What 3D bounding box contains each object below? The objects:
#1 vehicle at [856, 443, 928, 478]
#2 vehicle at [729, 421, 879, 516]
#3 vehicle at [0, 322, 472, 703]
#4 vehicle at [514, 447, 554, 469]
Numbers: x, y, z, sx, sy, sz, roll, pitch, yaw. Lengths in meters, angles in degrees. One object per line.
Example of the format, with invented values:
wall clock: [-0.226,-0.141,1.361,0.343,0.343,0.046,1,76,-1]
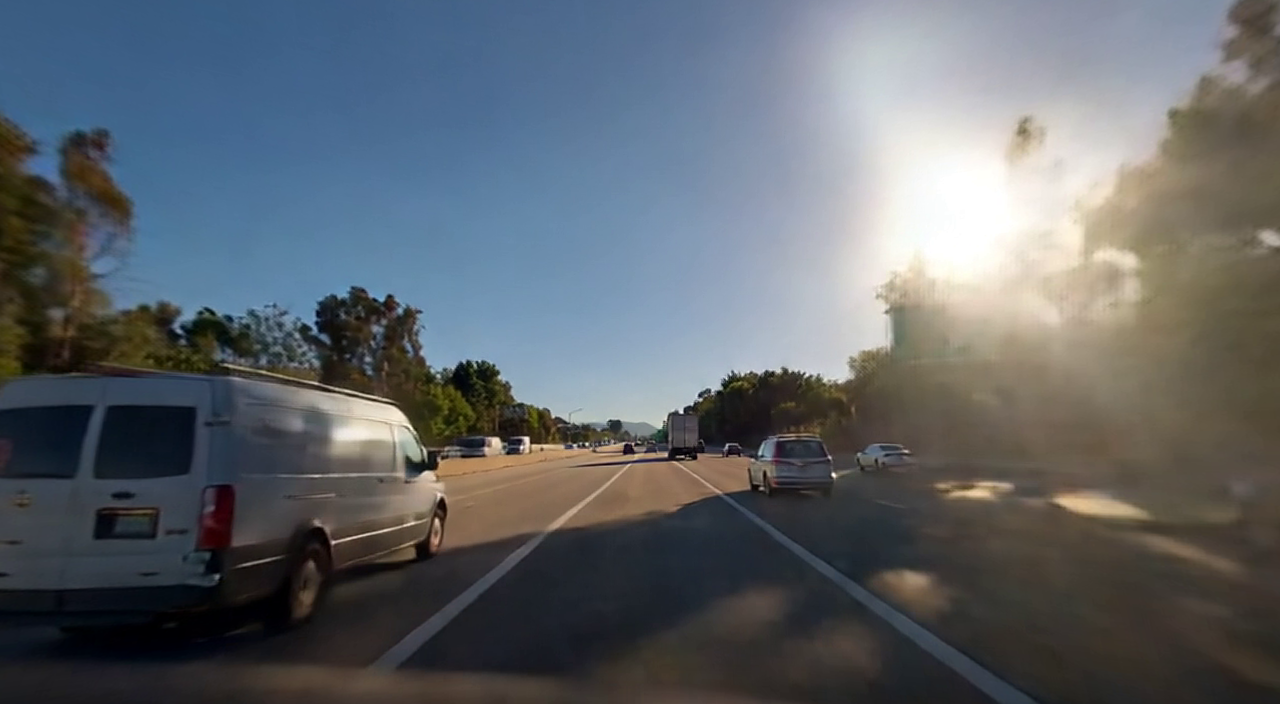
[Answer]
vehicle: [11.573,4.984,29.289,1.827,1.493,3.919,0,-8,2]
vehicle: [3.584,2.652,14.889,2.209,1.862,4.717,0,-8,0]
vehicle: [-3.336,1.206,5.475,2.159,1.922,5.345,0,-8,1]
vehicle: [-7.475,7.487,44.795,1.977,1.443,4.358,0,-8,2]
